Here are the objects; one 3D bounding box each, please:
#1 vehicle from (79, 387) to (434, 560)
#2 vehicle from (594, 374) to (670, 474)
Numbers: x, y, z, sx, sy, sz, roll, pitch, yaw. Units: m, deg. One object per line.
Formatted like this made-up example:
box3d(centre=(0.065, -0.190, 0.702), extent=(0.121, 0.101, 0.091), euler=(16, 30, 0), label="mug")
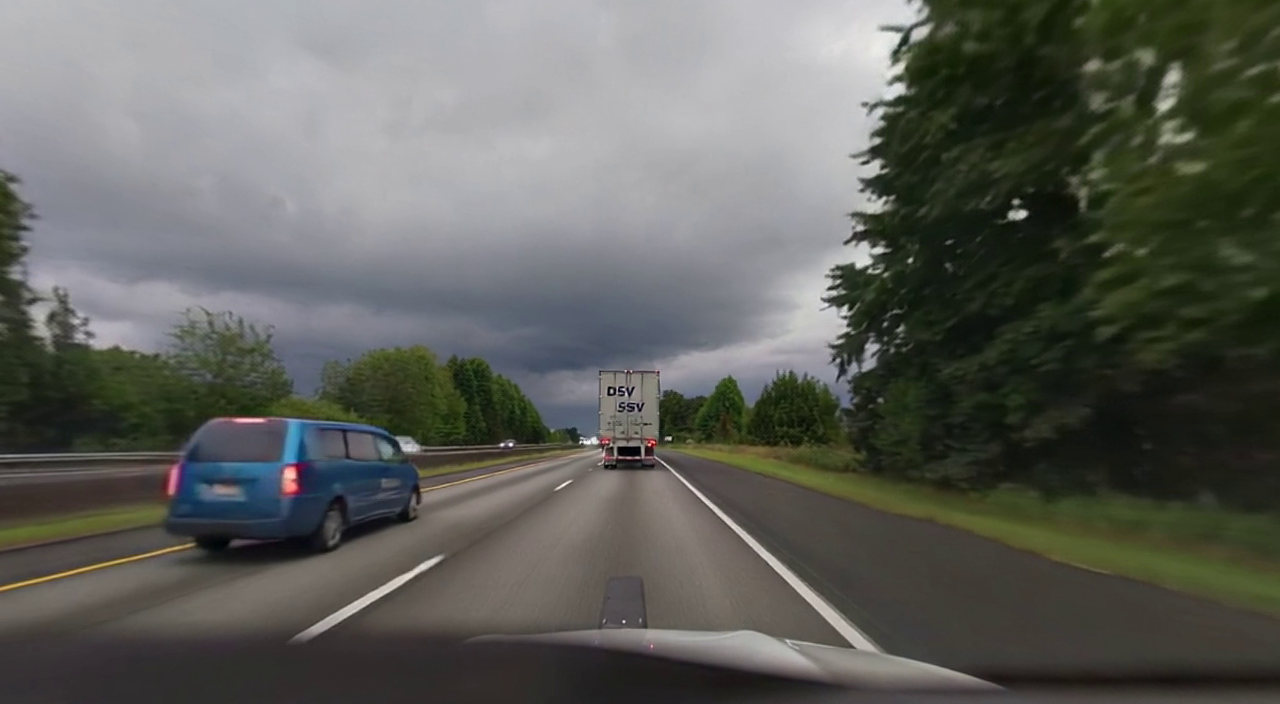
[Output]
box3d(centre=(-4.725, 1.577, 8.848), extent=(2.086, 1.778, 4.544), euler=(0, -8, 0), label="vehicle")
box3d(centre=(-0.440, 3.551, 30.090), extent=(2.969, 3.957, 10.270), euler=(0, -8, -1), label="vehicle")
